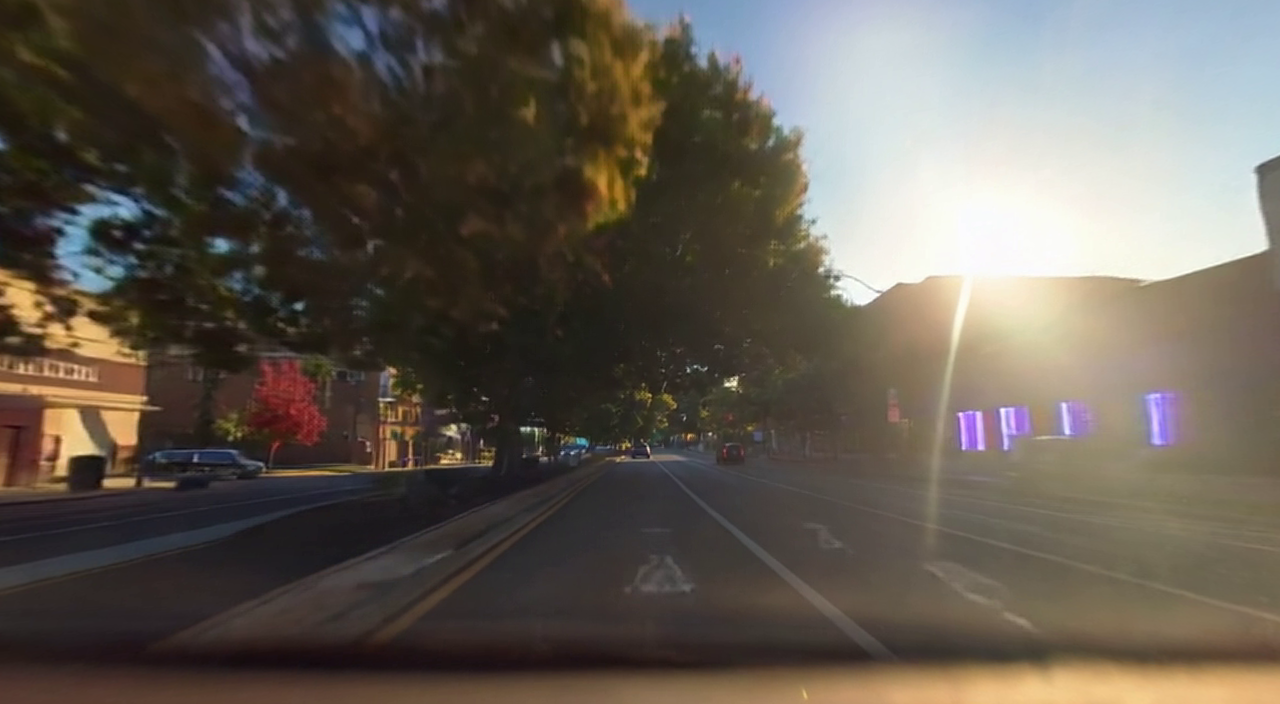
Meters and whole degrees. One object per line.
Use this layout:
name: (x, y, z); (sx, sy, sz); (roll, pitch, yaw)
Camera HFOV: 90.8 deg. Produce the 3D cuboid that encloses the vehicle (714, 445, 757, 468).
vehicle: (6.346, 6.998, 42.477); (2.024, 1.475, 4.600); (0, -9, -2)
